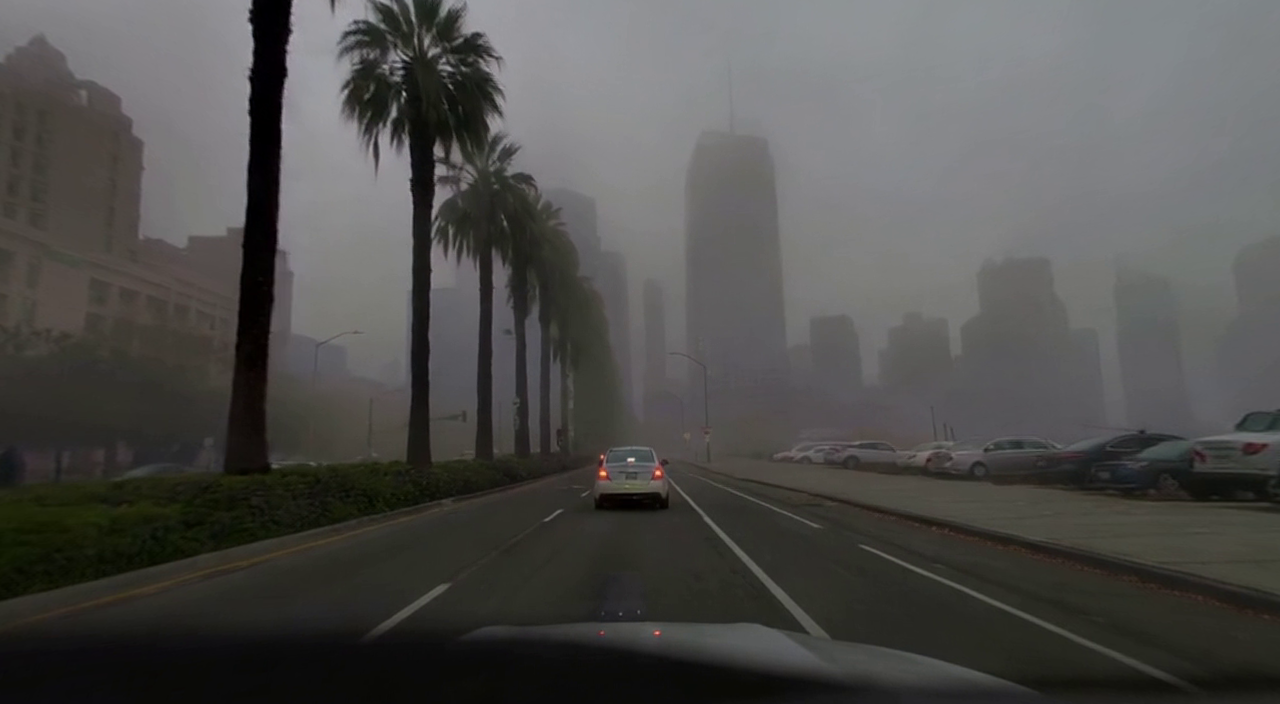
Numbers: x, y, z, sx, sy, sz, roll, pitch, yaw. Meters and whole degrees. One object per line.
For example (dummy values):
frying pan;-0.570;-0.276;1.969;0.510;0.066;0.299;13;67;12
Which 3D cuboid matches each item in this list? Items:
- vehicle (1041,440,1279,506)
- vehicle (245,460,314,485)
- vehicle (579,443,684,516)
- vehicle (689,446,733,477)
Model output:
vehicle;12.866;2.929;15.560;4.363;1.488;2.248;1;-8;-4
vehicle;-23.327;7.796;40.918;1.860;1.420;4.472;0;-8;0
vehicle;-0.168;3.013;15.417;2.235;1.528;3.876;0;-8;1
vehicle;4.332;6.791;39.284;2.136;1.774;4.778;0;-8;0
